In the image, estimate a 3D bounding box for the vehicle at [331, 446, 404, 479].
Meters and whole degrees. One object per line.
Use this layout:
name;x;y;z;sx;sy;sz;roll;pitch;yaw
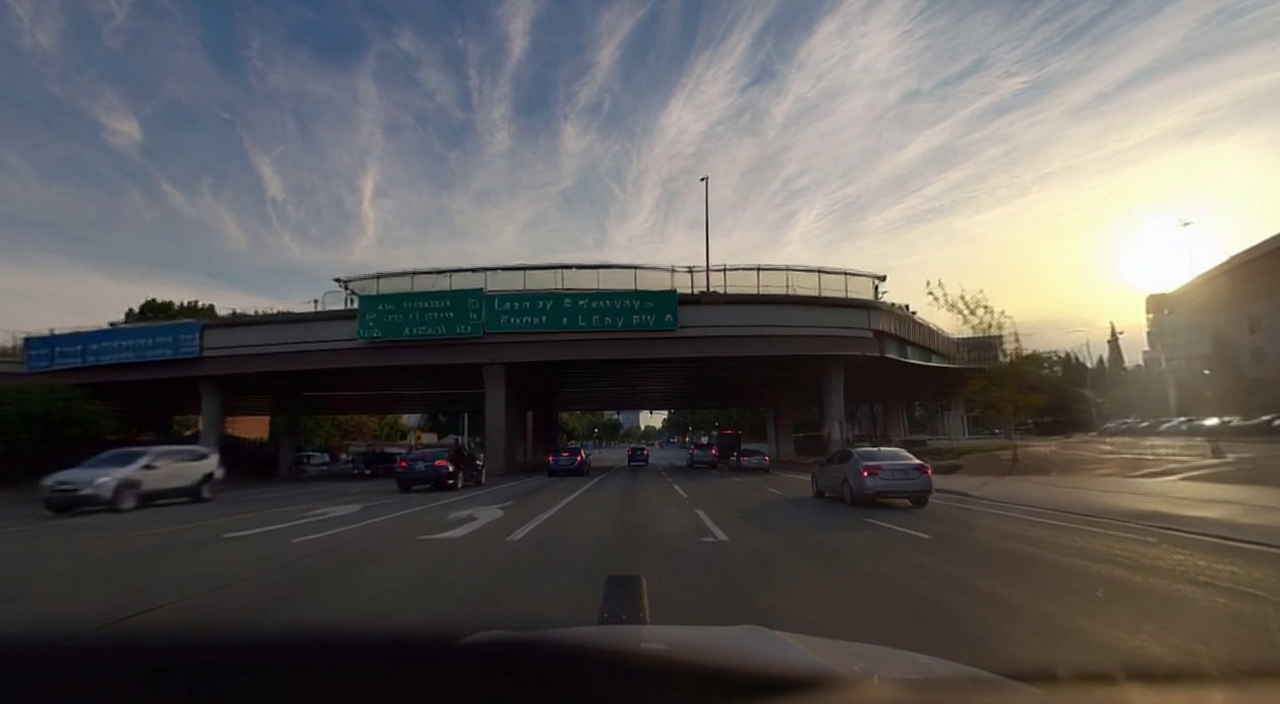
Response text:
vehicle;-15.227;6.183;35.374;2.015;1.722;4.640;0;-9;1

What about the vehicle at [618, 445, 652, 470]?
vehicle;-0.317;6.545;39.056;2.026;1.453;3.780;0;-8;0

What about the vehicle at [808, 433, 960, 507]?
vehicle;6.021;2.959;16.214;2.056;1.624;4.498;0;-8;-1

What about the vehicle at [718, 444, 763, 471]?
vehicle;6.072;6.439;38.438;1.924;1.527;4.268;0;-8;-2

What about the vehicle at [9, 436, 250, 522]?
vehicle;-11.760;2.911;15.000;1.993;1.718;4.396;0;-9;0

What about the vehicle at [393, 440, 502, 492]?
vehicle;-6.073;3.640;20.422;2.070;1.488;4.376;0;-8;1

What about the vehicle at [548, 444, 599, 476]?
vehicle;-3.268;5.390;31.679;2.041;1.466;4.212;0;-8;1

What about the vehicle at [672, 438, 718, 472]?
vehicle;3.004;5.733;35.112;2.034;1.762;4.420;0;-9;-1
